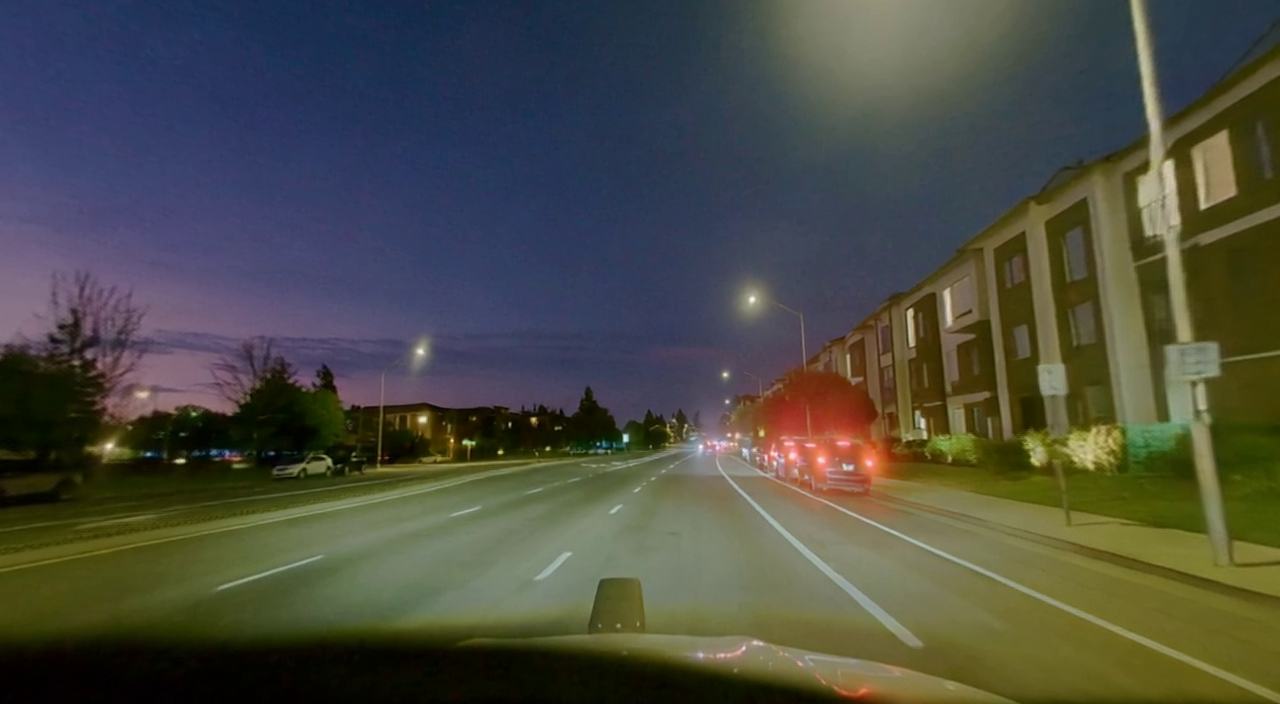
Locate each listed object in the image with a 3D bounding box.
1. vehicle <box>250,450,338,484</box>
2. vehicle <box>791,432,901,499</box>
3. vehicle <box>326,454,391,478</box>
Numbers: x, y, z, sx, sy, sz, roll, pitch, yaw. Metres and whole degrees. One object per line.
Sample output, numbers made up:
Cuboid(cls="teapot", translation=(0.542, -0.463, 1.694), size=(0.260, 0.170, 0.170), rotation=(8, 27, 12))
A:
Cuboid(cls="vehicle", translation=(-20.690, 6.850, 37.971), size=(2.060, 1.814, 5.097), rotation=(-1, -8, 5))
Cuboid(cls="vehicle", translation=(5.631, 3.137, 17.832), size=(2.011, 1.649, 4.001), rotation=(-1, -8, 4))
Cuboid(cls="vehicle", translation=(-19.672, 7.962, 44.301), size=(1.909, 1.451, 4.757), rotation=(-1, -8, 7))
